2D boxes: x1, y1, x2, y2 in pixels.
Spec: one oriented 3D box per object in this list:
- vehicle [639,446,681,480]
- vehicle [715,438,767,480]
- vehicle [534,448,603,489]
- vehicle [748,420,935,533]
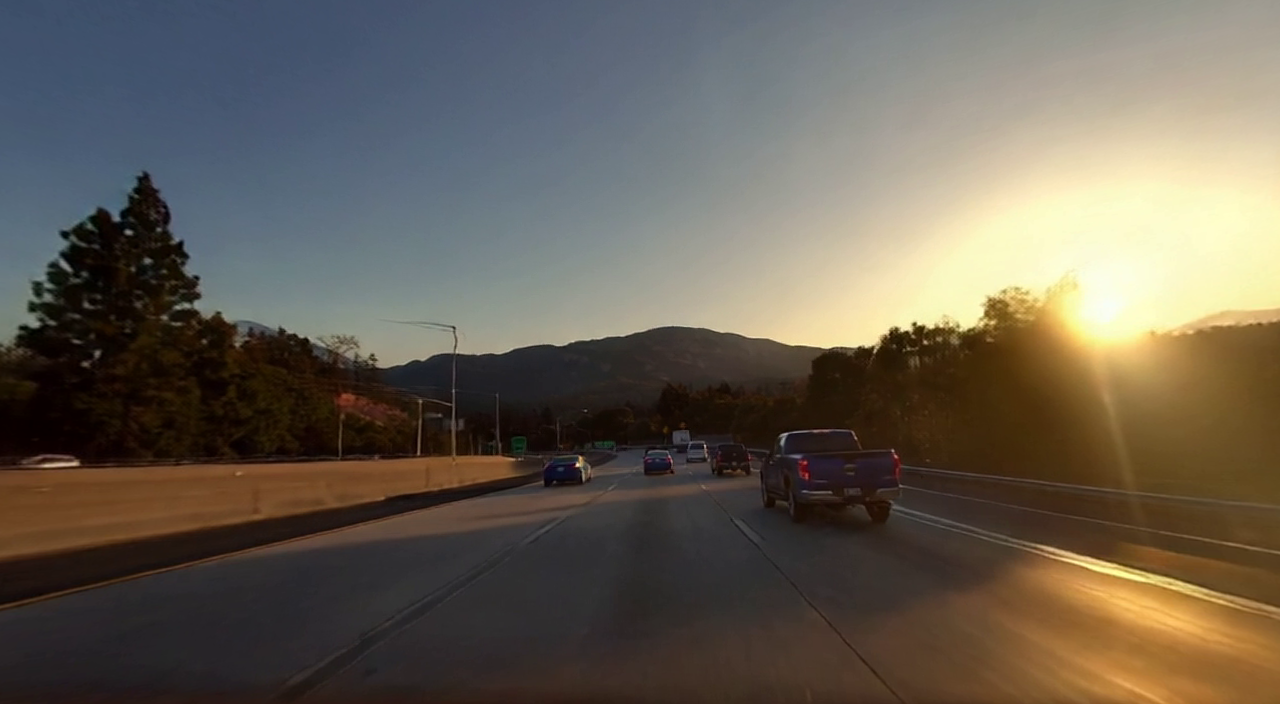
[{"bbox_3d":[1.008,5.553,31.871,1.959,1.604,4.065,-1,-8,2],"label":"vehicle"},{"bbox_3d":[5.158,5.513,32.778,2.057,1.958,4.495,0,-8,1],"label":"vehicle"},{"bbox_3d":[-2.862,4.806,26.492,2.109,1.530,4.646,-1,-9,3],"label":"vehicle"},{"bbox_3d":[3.798,2.466,13.192,2.229,1.837,5.387,0,-8,1],"label":"vehicle"}]
